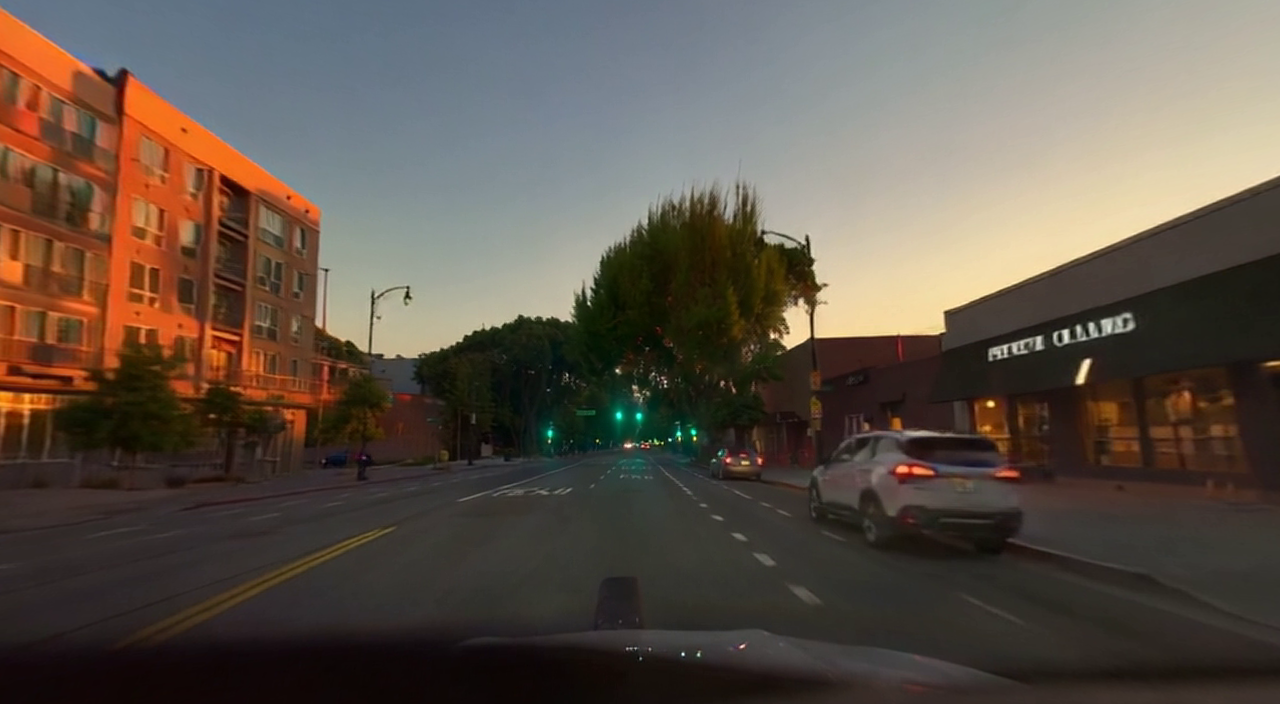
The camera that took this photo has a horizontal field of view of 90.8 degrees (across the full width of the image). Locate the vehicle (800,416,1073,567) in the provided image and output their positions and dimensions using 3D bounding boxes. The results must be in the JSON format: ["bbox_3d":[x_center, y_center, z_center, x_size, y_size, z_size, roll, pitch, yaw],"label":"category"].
[{"bbox_3d":[4.066,1.972,9.714,1.957,1.753,4.413,0,-8,-1],"label":"vehicle"}]

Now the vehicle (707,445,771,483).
[{"bbox_3d":[4.157,4.774,27.245,1.856,1.462,4.501,1,-8,-2],"label":"vehicle"}]
